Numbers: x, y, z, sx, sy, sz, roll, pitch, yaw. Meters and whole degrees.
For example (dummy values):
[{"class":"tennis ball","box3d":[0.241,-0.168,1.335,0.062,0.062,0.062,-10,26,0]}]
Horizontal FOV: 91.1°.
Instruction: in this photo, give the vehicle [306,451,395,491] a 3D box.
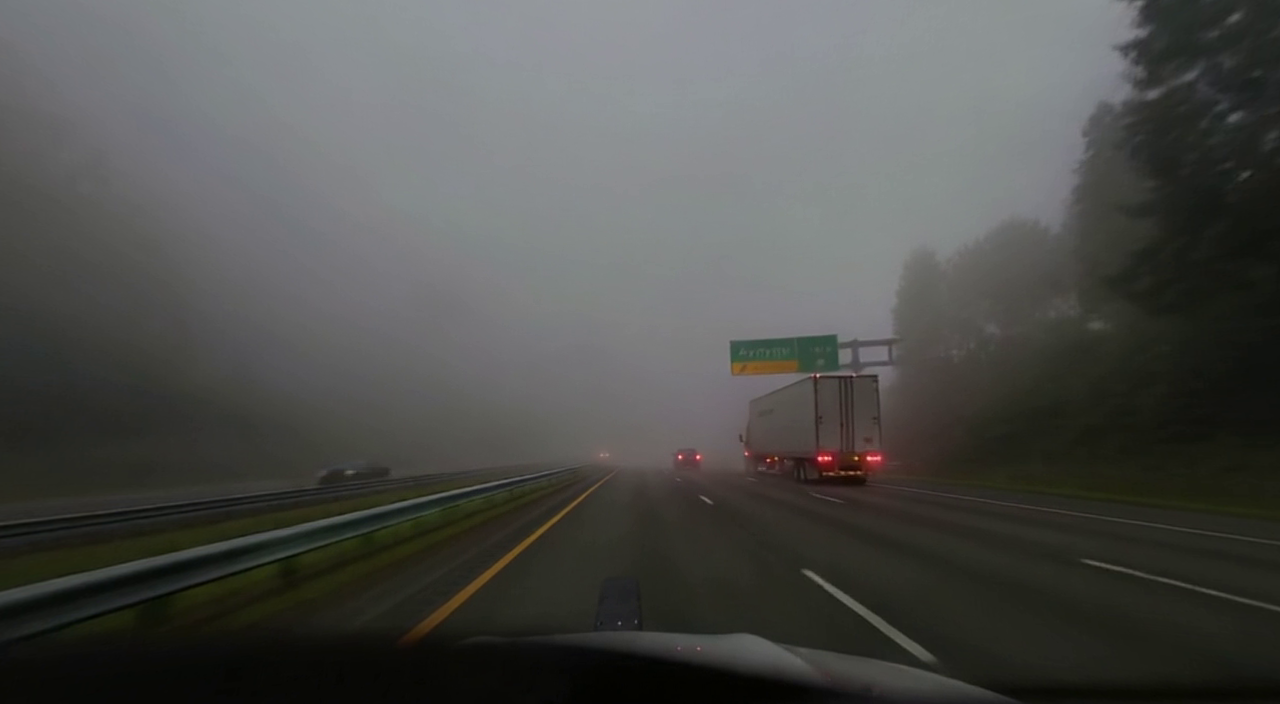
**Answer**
[{"class":"vehicle","box3d":[-11.985,4.923,26.349,1.854,1.514,3.892,0,-9,0]}]

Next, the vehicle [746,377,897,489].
[{"class":"vehicle","box3d":[7.756,3.996,29.773,2.907,4.042,13.858,0,-9,0]}]

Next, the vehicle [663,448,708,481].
[{"class":"vehicle","box3d":[2.285,5.735,32.351,2.024,1.579,3.707,-1,-9,0]}]
